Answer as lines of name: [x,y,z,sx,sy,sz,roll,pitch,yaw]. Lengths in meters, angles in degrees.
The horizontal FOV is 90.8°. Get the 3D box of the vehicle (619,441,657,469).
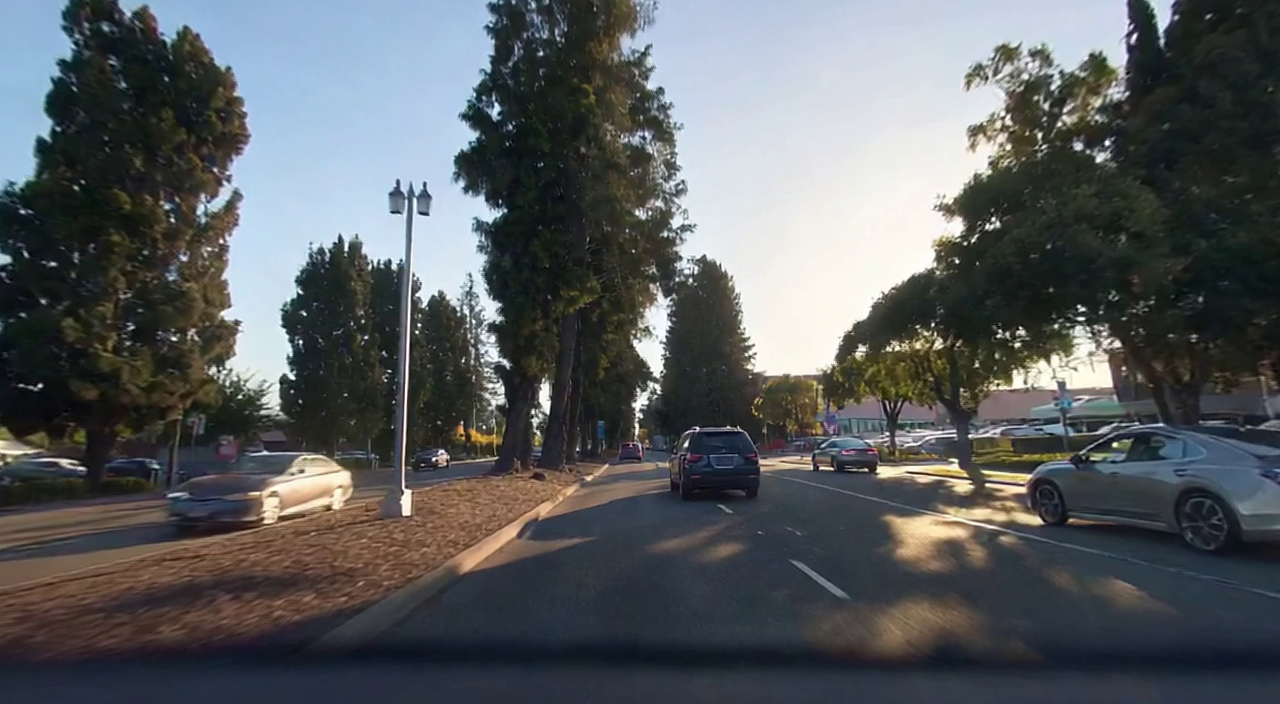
vehicle: [-0.141,5.803,35.821,2.050,1.504,4.024,0,-8,-1]

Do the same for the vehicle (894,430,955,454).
vehicle: [20.264,6.458,45.219,2.109,1.592,4.481,0,-8,-2]

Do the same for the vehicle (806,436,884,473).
vehicle: [9.208,4.643,28.798,1.894,1.517,4.419,0,-8,-2]

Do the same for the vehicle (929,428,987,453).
vehicle: [22.779,6.382,45.449,1.919,1.676,4.048,0,-8,-2]

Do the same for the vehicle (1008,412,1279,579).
vehicle: [6.759,1.574,7.623,1.994,1.488,4.313,0,-8,-1]

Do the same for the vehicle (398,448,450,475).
vehicle: [-16.223,8.216,47.805,2.124,1.802,5.097,0,-8,0]

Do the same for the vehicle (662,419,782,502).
vehicle: [1.969,2.849,16.983,2.300,1.870,4.936,0,-8,-3]

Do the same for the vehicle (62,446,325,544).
vehicle: [-8.501,2.702,12.761,1.966,1.559,4.731,0,-8,-2]
